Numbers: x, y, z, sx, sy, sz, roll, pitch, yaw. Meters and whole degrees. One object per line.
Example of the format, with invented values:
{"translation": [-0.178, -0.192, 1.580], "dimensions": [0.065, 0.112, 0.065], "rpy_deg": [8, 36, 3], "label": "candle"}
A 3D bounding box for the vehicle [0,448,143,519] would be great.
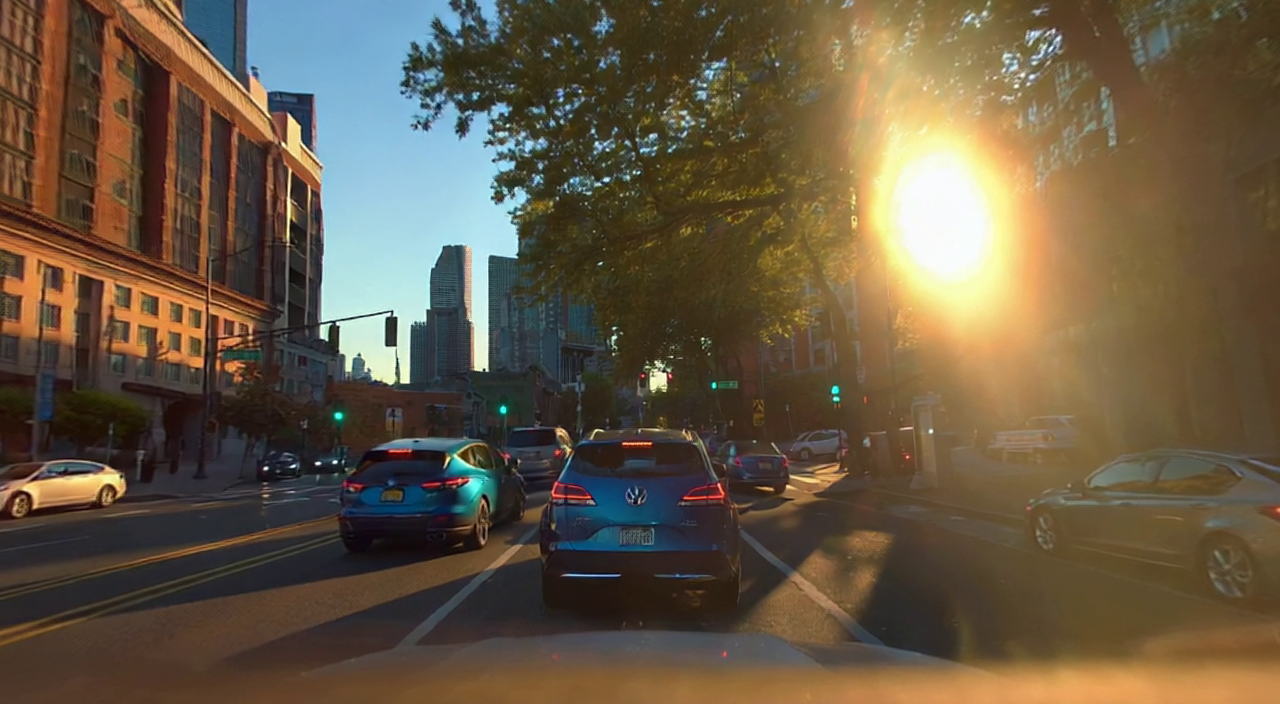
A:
{"translation": [-16.237, 3.440, 17.004], "dimensions": [1.914, 1.690, 4.461], "rpy_deg": [0, -9, 1], "label": "vehicle"}

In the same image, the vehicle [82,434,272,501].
{"translation": [-16.161, 4.052, 22.661], "dimensions": [2.195, 2.053, 5.980], "rpy_deg": [0, -9, 1], "label": "vehicle"}

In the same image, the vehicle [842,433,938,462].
{"translation": [16.384, 6.266, 41.507], "dimensions": [5.345, 1.811, 2.175], "rpy_deg": [0, -9, -1], "label": "vehicle"}

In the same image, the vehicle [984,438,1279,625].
{"translation": [5.979, 1.697, 6.863], "dimensions": [1.873, 1.453, 4.579], "rpy_deg": [0, -9, 0], "label": "vehicle"}

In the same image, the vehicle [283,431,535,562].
{"translation": [-3.005, 1.979, 9.361], "dimensions": [2.131, 1.486, 4.089], "rpy_deg": [0, -9, 1], "label": "vehicle"}

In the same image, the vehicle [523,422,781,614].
{"translation": [0.089, 1.578, 6.811], "dimensions": [2.022, 1.481, 3.564], "rpy_deg": [0, -9, 0], "label": "vehicle"}
